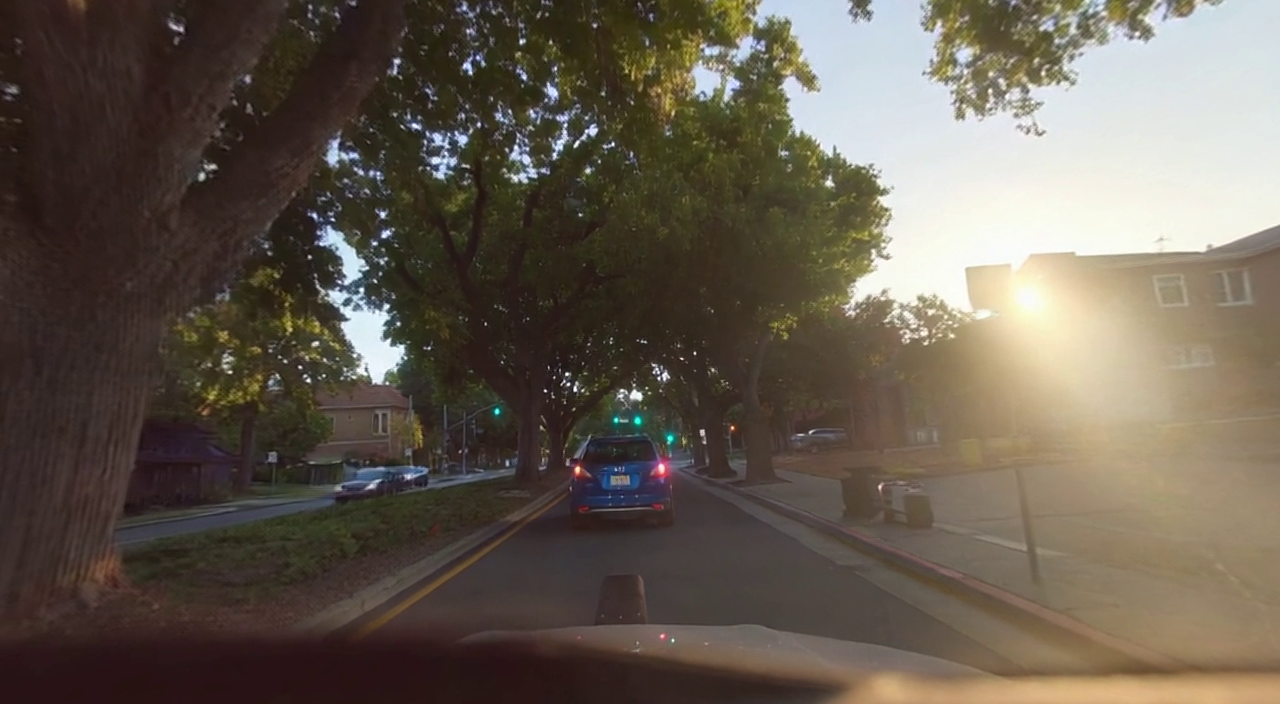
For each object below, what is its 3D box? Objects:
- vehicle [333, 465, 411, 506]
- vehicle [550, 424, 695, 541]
[{"bbox_3d":[-12.178,6.069,29.036,1.714,1.578,4.218,0,-9,0],"label":"vehicle"},{"bbox_3d":[-0.274,2.228,11.344,2.136,1.703,3.910,0,-9,-1],"label":"vehicle"}]
